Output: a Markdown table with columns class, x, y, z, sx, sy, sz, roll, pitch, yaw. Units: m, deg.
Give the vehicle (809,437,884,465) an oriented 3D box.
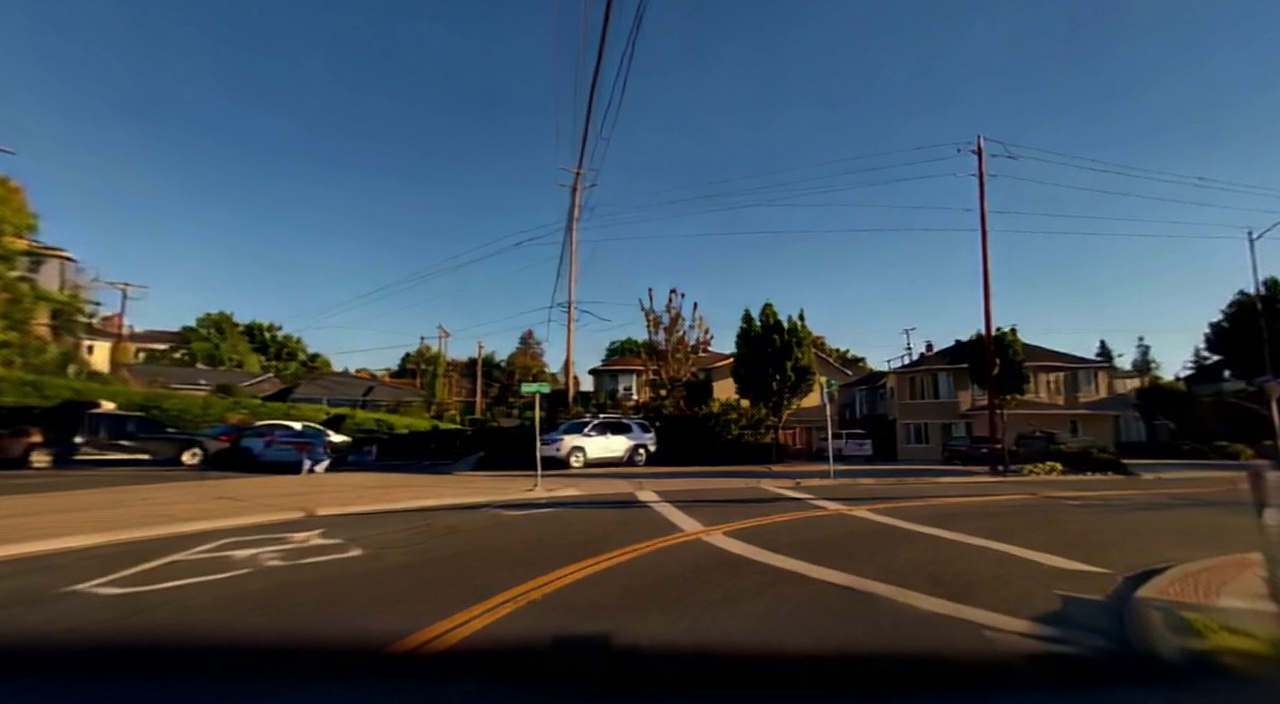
| class | x | y | z | sx | sy | sz | roll | pitch | yaw |
| --- | --- | --- | --- | --- | --- | --- | --- | --- | --- |
| vehicle | 12.234 | 5.883 | 37.494 | 3.784 | 1.532 | 1.650 | -1 | -9 | -3 |
